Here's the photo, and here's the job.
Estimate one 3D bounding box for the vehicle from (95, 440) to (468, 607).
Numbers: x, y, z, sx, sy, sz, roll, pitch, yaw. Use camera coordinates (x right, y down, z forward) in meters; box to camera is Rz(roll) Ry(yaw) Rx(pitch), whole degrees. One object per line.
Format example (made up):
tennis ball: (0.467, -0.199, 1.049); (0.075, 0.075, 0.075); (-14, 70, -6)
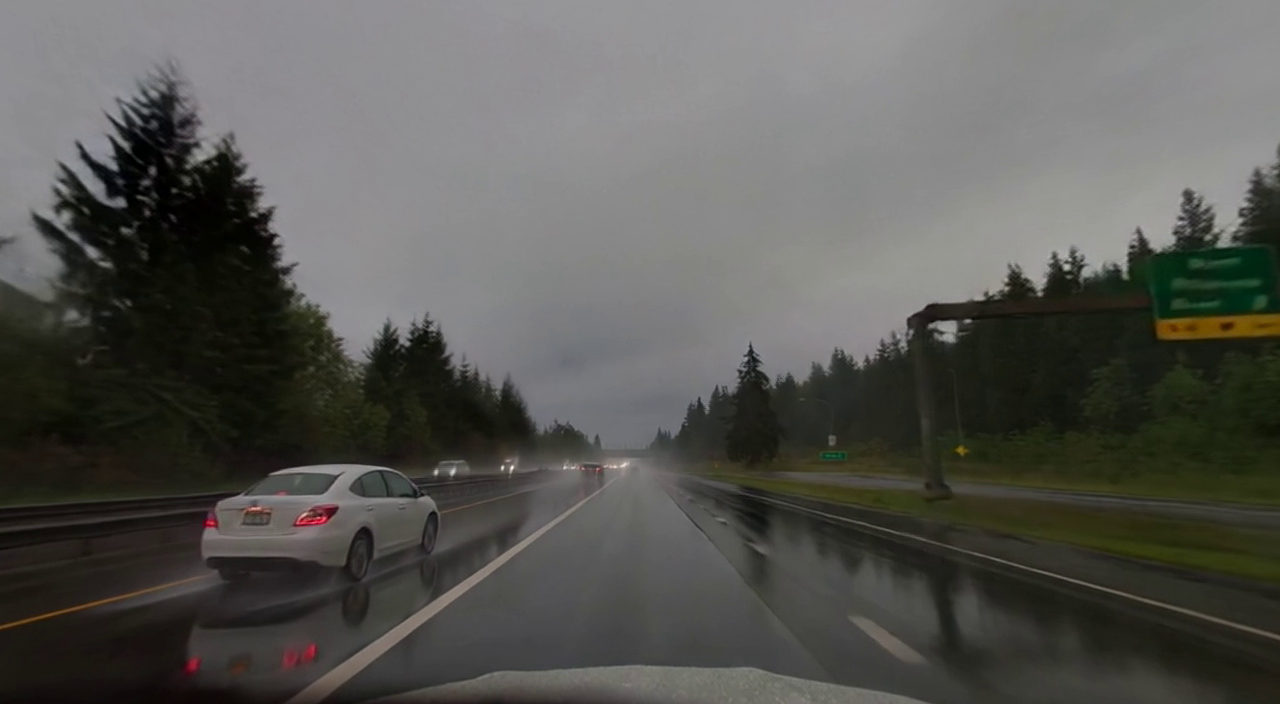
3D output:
vehicle: (-3.803, 1.945, 7.891); (1.998, 1.427, 4.462); (1, -11, 0)
